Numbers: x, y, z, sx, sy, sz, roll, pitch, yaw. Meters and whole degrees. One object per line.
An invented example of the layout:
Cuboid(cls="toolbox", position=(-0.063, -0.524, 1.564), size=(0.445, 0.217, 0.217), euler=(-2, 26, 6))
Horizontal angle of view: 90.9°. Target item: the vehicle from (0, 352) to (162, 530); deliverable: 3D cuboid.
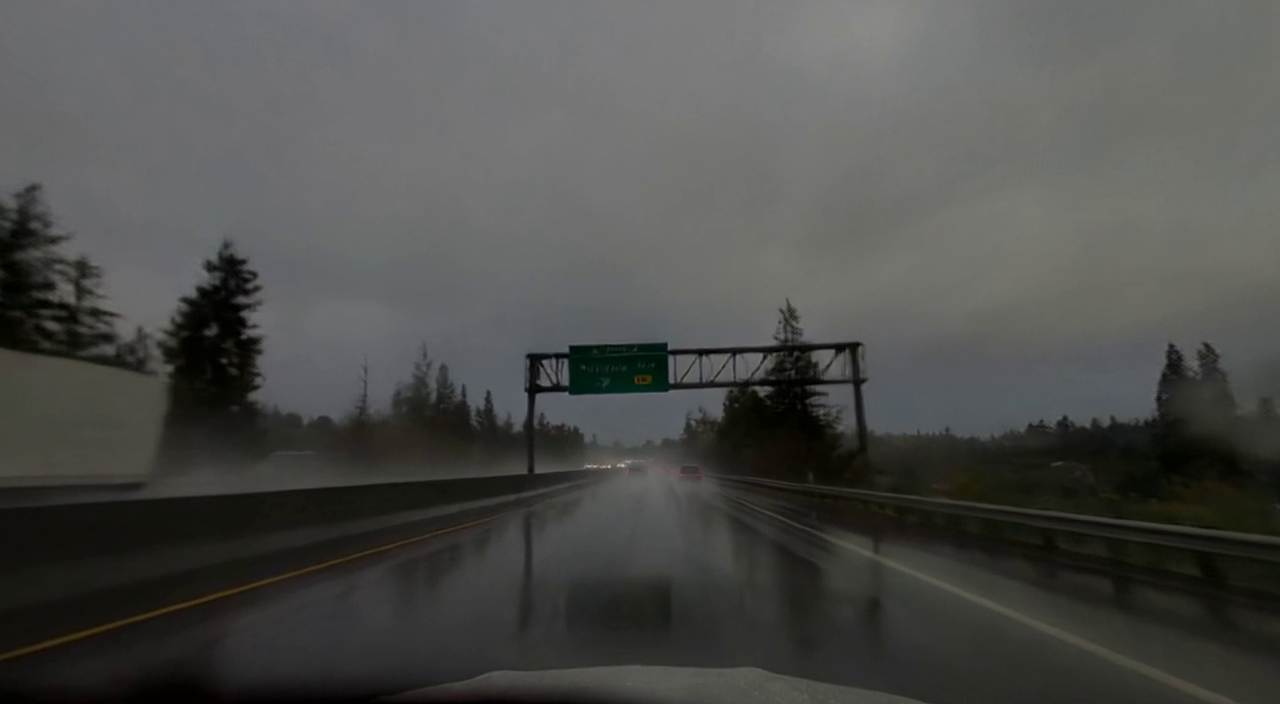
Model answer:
Cuboid(cls="vehicle", position=(-15.663, 1.350, 10.685), size=(2.896, 3.861, 14.932), euler=(1, -11, 2))

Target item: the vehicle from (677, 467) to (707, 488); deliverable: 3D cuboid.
Cuboid(cls="vehicle", position=(3.931, 9.543, 48.026), size=(1.937, 1.467, 4.061), euler=(1, -10, 1))

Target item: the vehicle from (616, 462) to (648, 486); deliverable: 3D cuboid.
Cuboid(cls="vehicle", position=(-0.524, 9.409, 48.572), size=(2.160, 1.721, 4.368), euler=(0, -11, 3))
